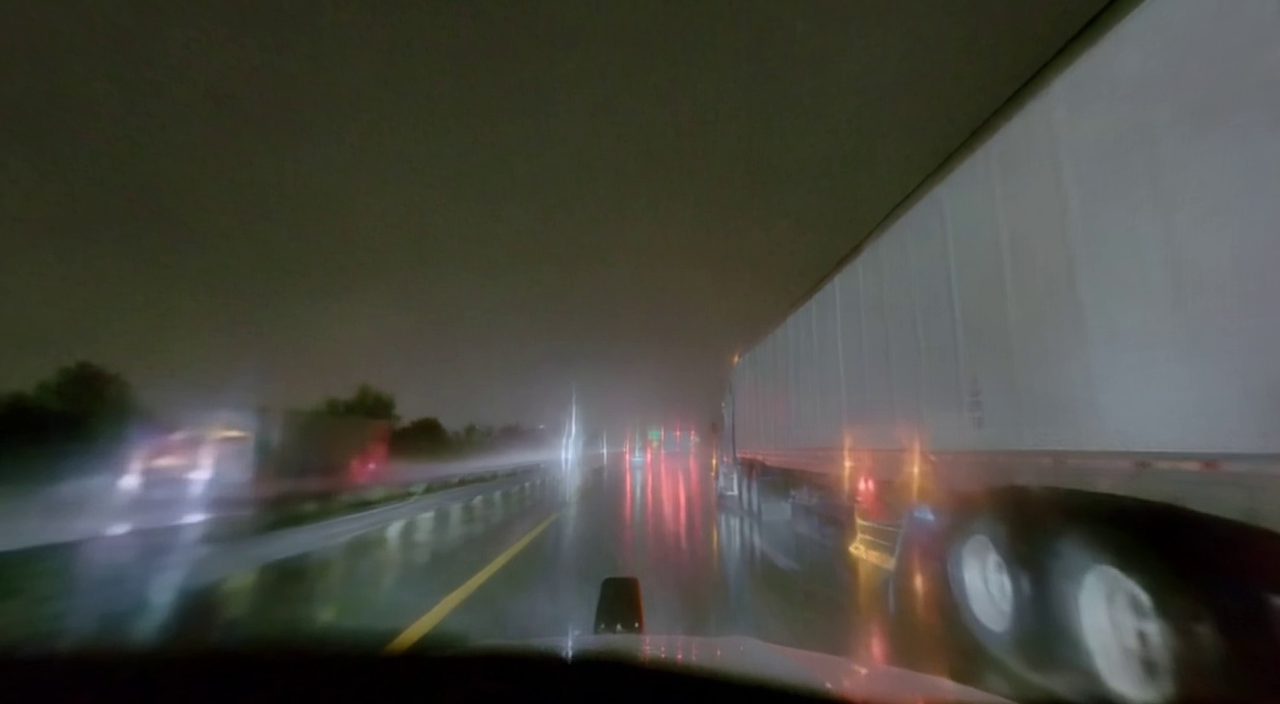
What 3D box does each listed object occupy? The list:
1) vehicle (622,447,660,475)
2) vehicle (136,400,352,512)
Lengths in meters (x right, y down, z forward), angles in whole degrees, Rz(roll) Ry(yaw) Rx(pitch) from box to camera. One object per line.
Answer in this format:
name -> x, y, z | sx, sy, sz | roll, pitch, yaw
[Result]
vehicle -> 0.012, 6.340, 36.636 | 2.083, 1.473, 3.923 | 0, -9, -1
vehicle -> -15.810, 4.314, 26.343 | 2.951, 3.808, 9.312 | 0, -9, 0
